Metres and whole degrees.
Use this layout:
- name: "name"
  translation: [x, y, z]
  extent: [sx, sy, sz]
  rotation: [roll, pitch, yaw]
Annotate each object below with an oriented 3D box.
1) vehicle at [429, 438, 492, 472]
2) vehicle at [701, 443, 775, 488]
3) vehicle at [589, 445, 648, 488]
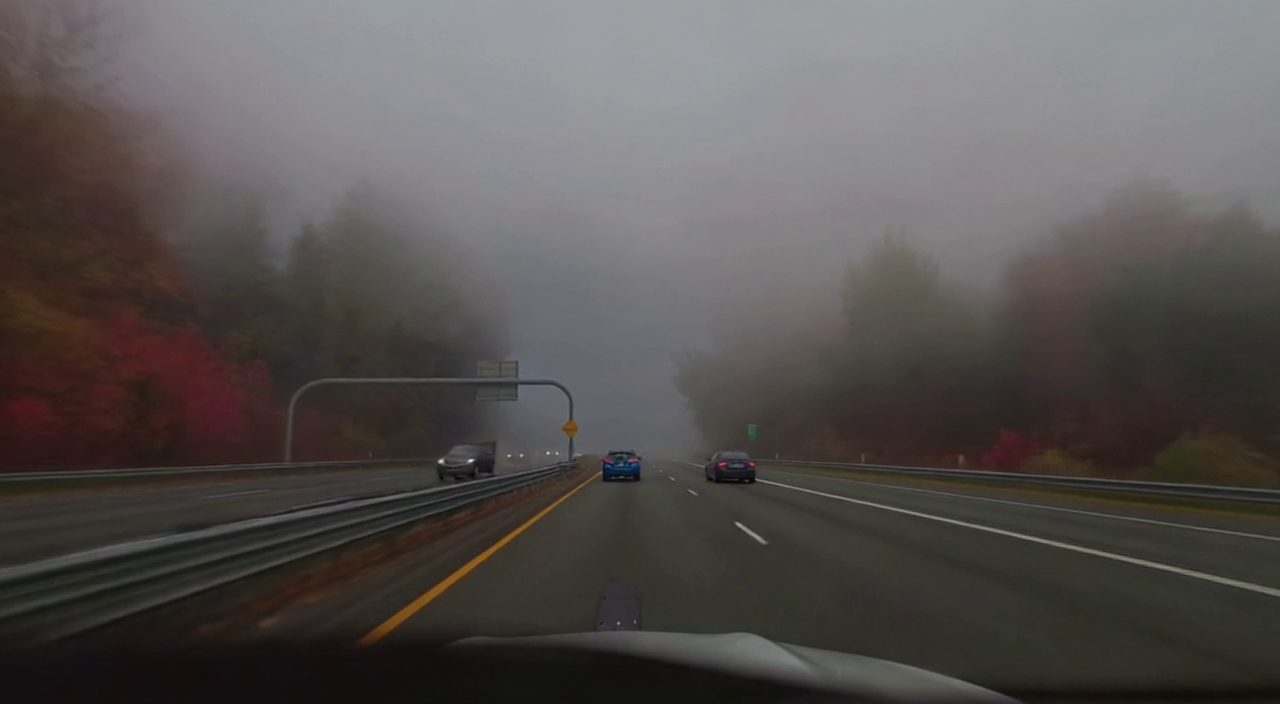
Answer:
- name: "vehicle"
  translation: [-9.695, 5.621, 34.250]
  extent: [2.098, 1.694, 4.672]
  rotation: [0, -9, -1]
- name: "vehicle"
  translation: [3.770, 4.458, 24.930]
  extent: [2.300, 1.595, 4.144]
  rotation: [-1, -9, 0]
- name: "vehicle"
  translation: [-0.799, 4.512, 25.065]
  extent: [2.128, 1.516, 4.410]
  rotation: [0, -9, -1]
